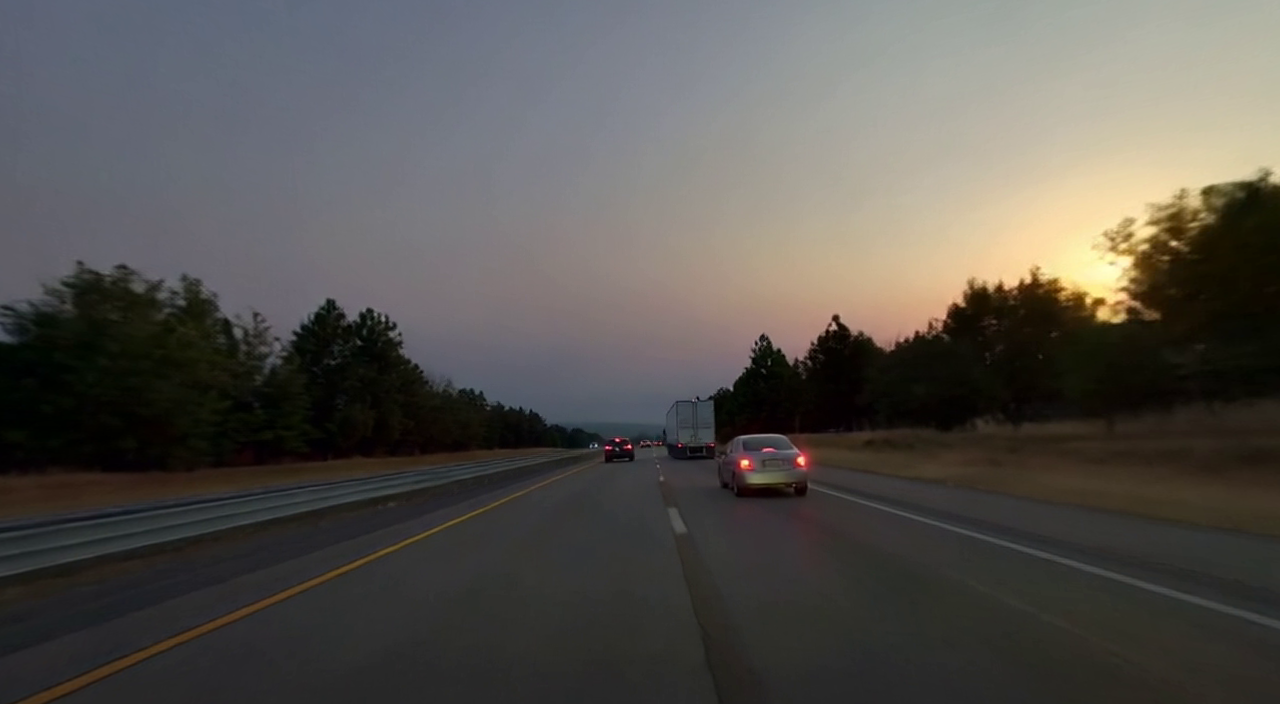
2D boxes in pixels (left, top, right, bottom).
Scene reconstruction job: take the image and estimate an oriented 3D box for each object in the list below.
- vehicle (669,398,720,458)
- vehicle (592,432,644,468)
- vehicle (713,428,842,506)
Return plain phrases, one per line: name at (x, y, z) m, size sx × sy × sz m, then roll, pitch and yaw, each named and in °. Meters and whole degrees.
vehicle at (3.952, 5.994, 48.898) m, size 2.919 × 4.004 × 13.911 m, roll 0°, pitch -8°, yaw 1°
vehicle at (-0.968, 4.703, 30.509) m, size 2.192 × 1.623 × 4.887 m, roll 0°, pitch -8°, yaw 1°
vehicle at (2.995, 2.586, 14.736) m, size 2.072 × 1.534 × 4.300 m, roll 0°, pitch -8°, yaw 0°
